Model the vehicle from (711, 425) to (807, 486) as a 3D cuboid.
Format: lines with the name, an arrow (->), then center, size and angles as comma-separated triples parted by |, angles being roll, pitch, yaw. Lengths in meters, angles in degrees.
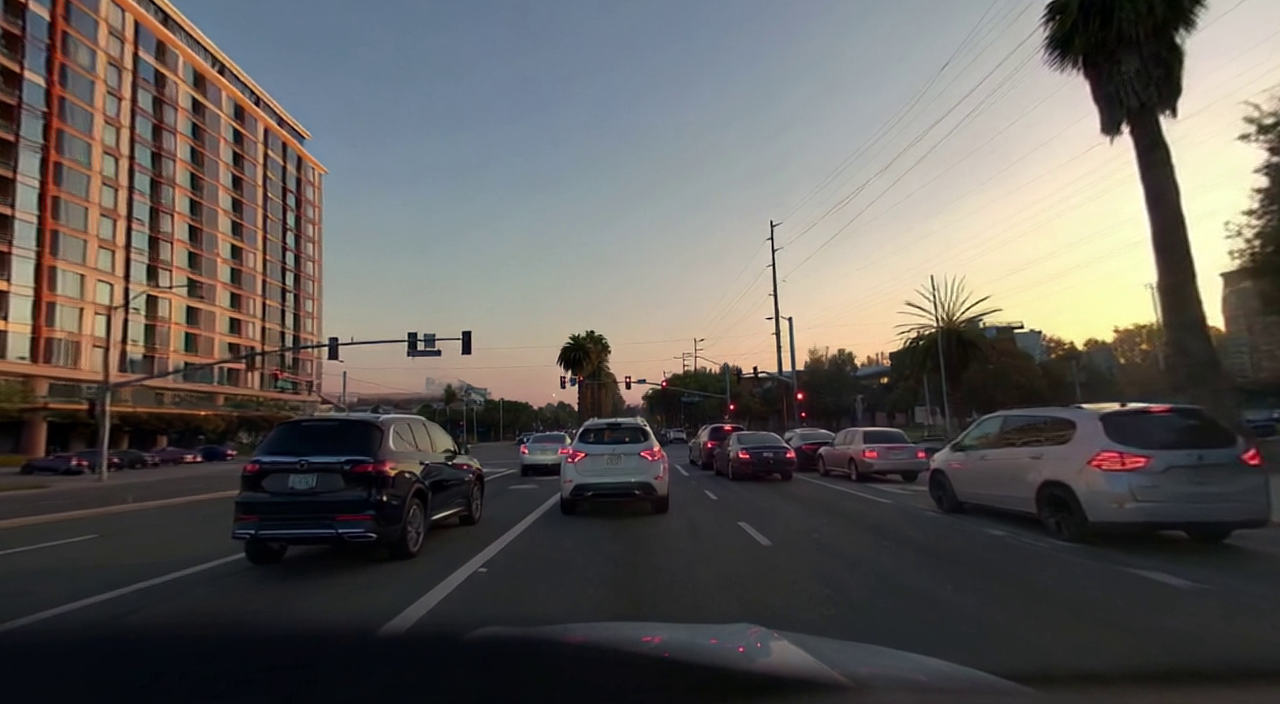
vehicle -> 3.334, 3.000, 18.545 | 1.975, 1.598, 4.025 | 0, -8, -1

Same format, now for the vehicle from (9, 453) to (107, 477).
vehicle -> -42.472, 8.233, 46.205 | 4.867, 1.689, 1.971 | 1, -8, -9

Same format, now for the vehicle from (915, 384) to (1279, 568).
vehicle -> 6.453, 1.725, 9.551 | 2.130, 1.979, 5.310 | 0, -8, 0

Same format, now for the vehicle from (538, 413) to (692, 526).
vehicle -> -0.429, 2.076, 11.642 | 2.302, 1.681, 4.217 | 0, -8, -2

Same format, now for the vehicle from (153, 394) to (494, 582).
vehicle -> -3.534, 1.619, 8.283 | 2.136, 1.779, 4.417 | 0, -8, 0

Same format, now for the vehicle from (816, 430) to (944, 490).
vehicle -> 6.540, 2.987, 17.766 | 1.764, 1.451, 4.300 | 0, -8, -2
